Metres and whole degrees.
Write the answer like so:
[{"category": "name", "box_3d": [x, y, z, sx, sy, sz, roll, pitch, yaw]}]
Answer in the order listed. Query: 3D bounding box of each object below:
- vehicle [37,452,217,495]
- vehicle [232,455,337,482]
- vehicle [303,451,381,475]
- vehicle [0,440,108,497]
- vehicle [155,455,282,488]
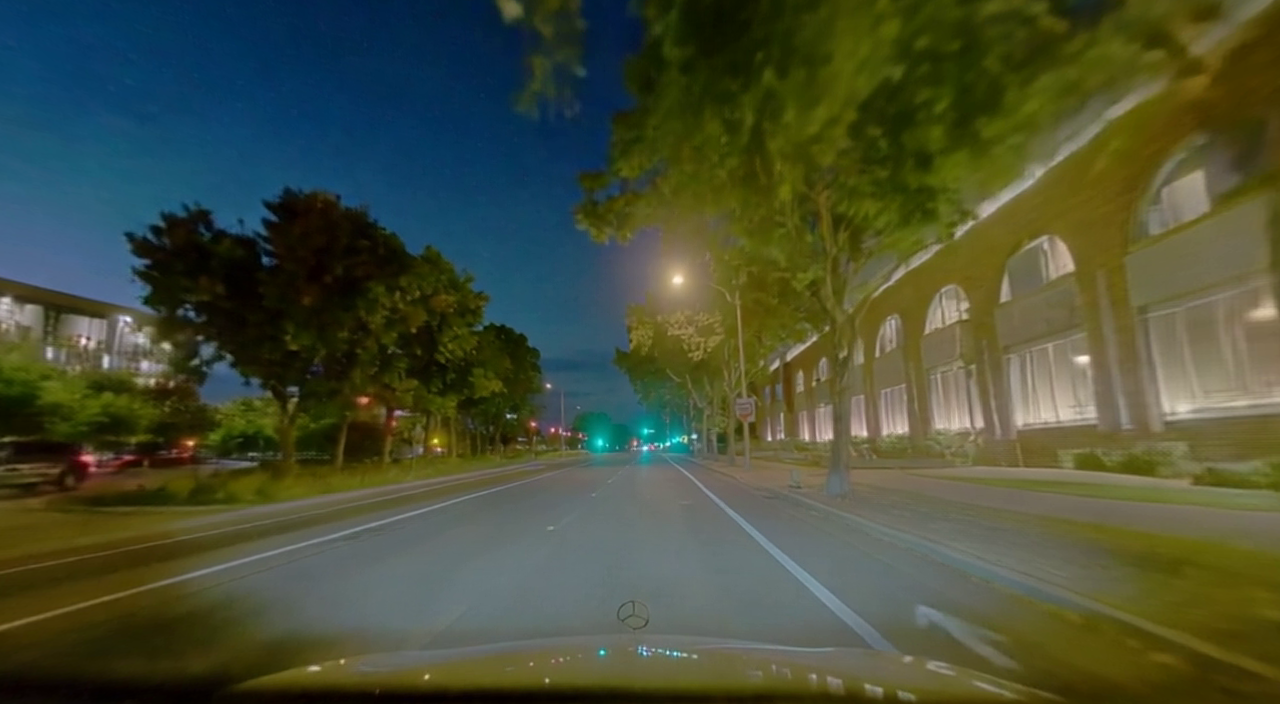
[{"category": "vehicle", "box_3d": [-19.456, 4.617, 24.098, 5.091, 1.530, 1.982, 0, -9, -1]}, {"category": "vehicle", "box_3d": [-19.454, 6.367, 34.644, 4.567, 1.402, 1.910, 0, -9, 0]}, {"category": "vehicle", "box_3d": [-19.016, 7.109, 40.372, 4.005, 1.433, 1.953, 0, -9, 0]}, {"category": "vehicle", "box_3d": [-19.208, 3.453, 18.878, 4.699, 1.558, 2.113, 0, -10, 4]}, {"category": "vehicle", "box_3d": [-19.727, 5.594, 29.648, 4.503, 1.462, 1.993, 0, -9, -1]}]
